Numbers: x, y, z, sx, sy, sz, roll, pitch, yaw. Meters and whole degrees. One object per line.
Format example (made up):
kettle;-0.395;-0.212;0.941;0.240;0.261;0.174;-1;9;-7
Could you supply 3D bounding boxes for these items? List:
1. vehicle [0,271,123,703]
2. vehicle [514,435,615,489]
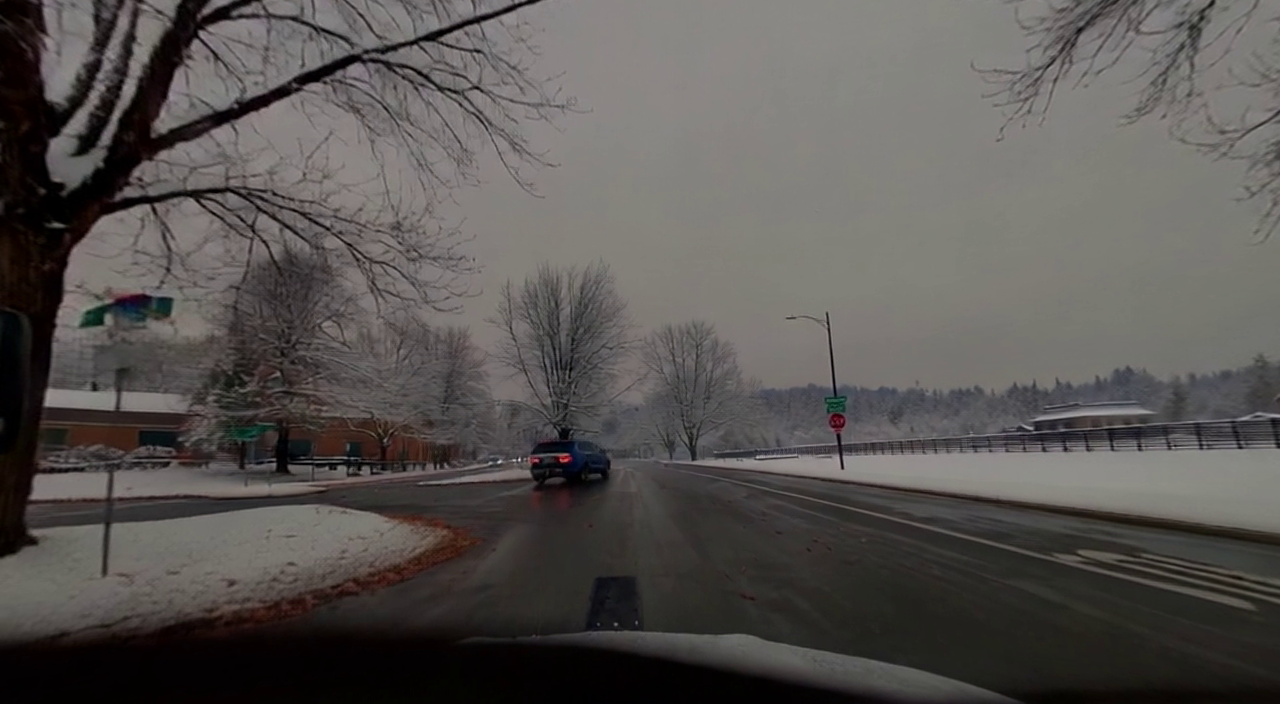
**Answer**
vehicle;-3.568;0.425;0.645;2.145;2.038;4.656;0;-9;-2
vehicle;-3.012;4.595;26.769;2.284;2.012;5.607;-2;-9;15
